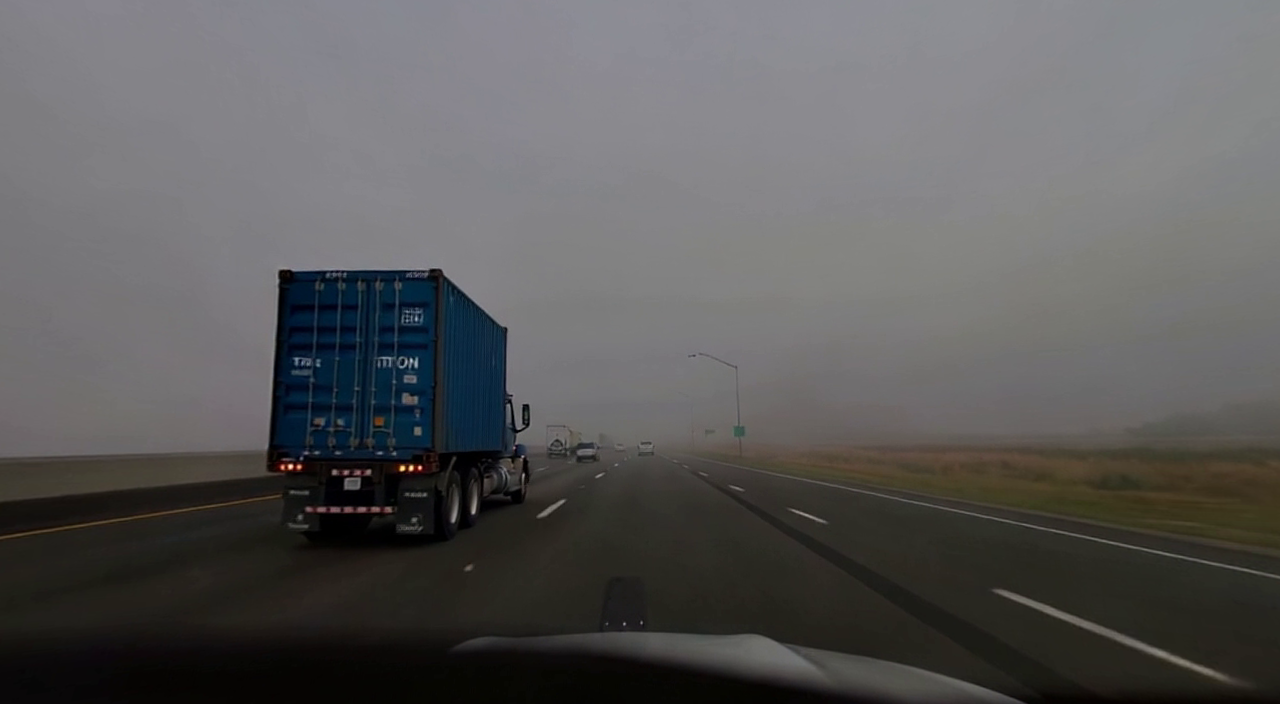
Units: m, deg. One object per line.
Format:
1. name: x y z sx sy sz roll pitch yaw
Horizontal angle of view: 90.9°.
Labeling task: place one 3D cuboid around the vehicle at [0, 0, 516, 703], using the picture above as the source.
1. vehicle: -3.966 0.080 5.128 2.840 4.032 13.388 0 -8 2

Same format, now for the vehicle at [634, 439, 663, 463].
1. vehicle: 0.657 7.597 48.603 2.136 1.718 4.157 0 -8 0

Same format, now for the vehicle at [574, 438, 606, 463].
1. vehicle: -3.643 7.272 46.573 1.995 1.745 4.187 0 -8 1
